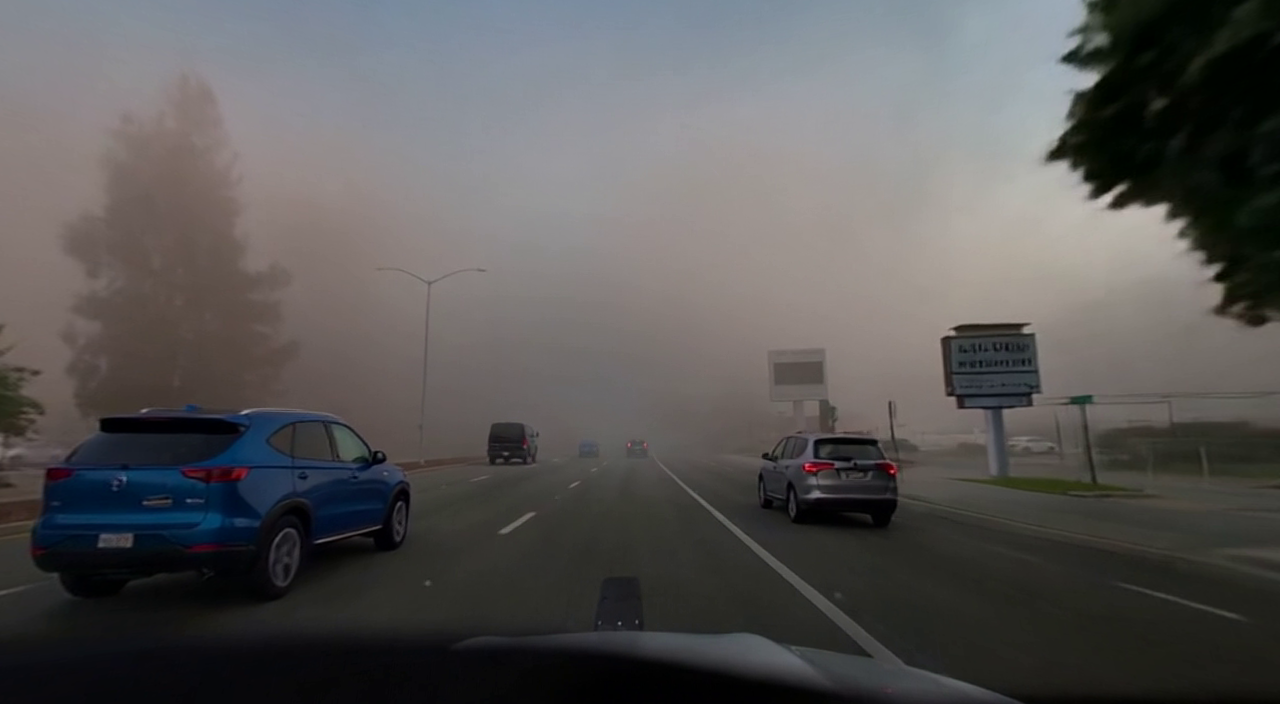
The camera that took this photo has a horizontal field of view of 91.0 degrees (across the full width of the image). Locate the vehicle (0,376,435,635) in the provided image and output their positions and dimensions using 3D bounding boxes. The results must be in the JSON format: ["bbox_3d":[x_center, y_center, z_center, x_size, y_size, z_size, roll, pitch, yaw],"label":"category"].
[{"bbox_3d":[-3.887,1.359,6.498,2.038,1.748,4.303,0,-9,0],"label":"vehicle"}]

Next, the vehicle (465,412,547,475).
[{"bbox_3d":[-6.089,4.336,29.688,2.863,2.592,6.410,1,-9,-4],"label":"vehicle"}]

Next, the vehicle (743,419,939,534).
[{"bbox_3d":[3.582,2.341,12.434,2.167,1.792,4.835,1,-9,-1],"label":"vehicle"}]
